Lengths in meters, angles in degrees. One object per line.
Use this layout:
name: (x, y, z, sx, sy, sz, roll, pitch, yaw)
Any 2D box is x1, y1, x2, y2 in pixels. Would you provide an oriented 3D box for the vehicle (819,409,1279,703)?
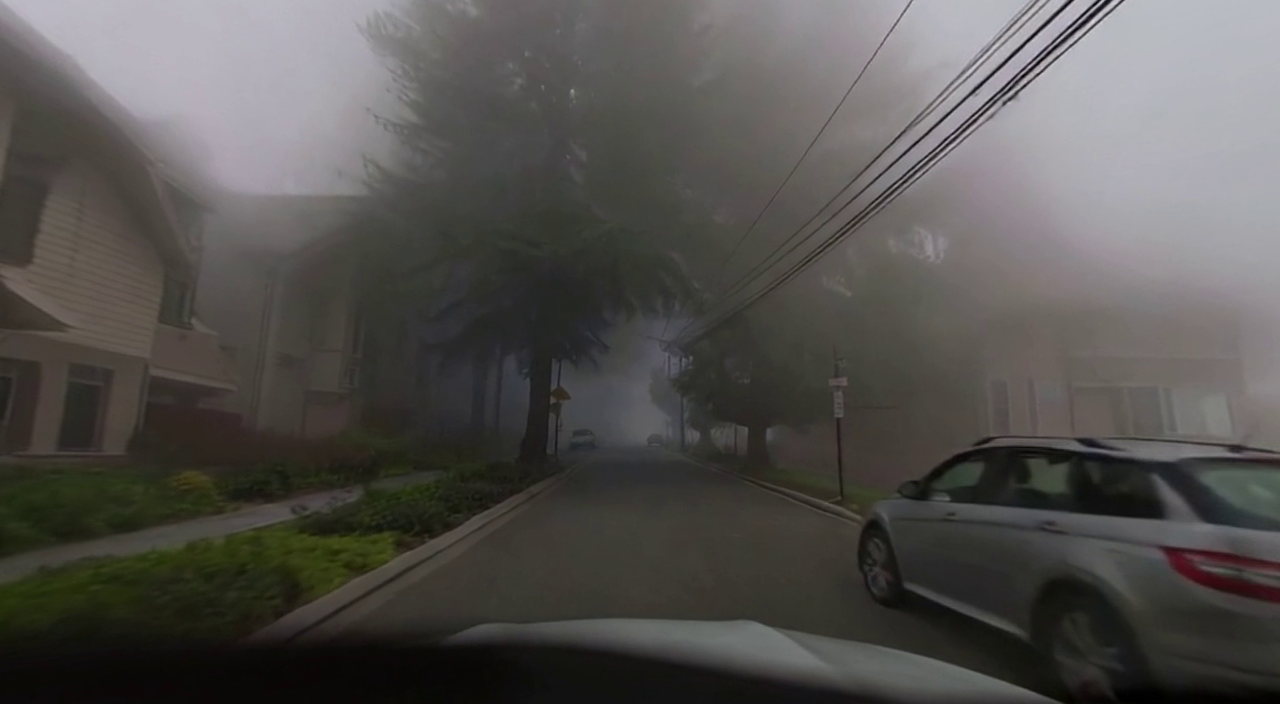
vehicle: (2.878, 1.227, 4.281, 1.955, 1.498, 4.046, 0, -8, -3)
